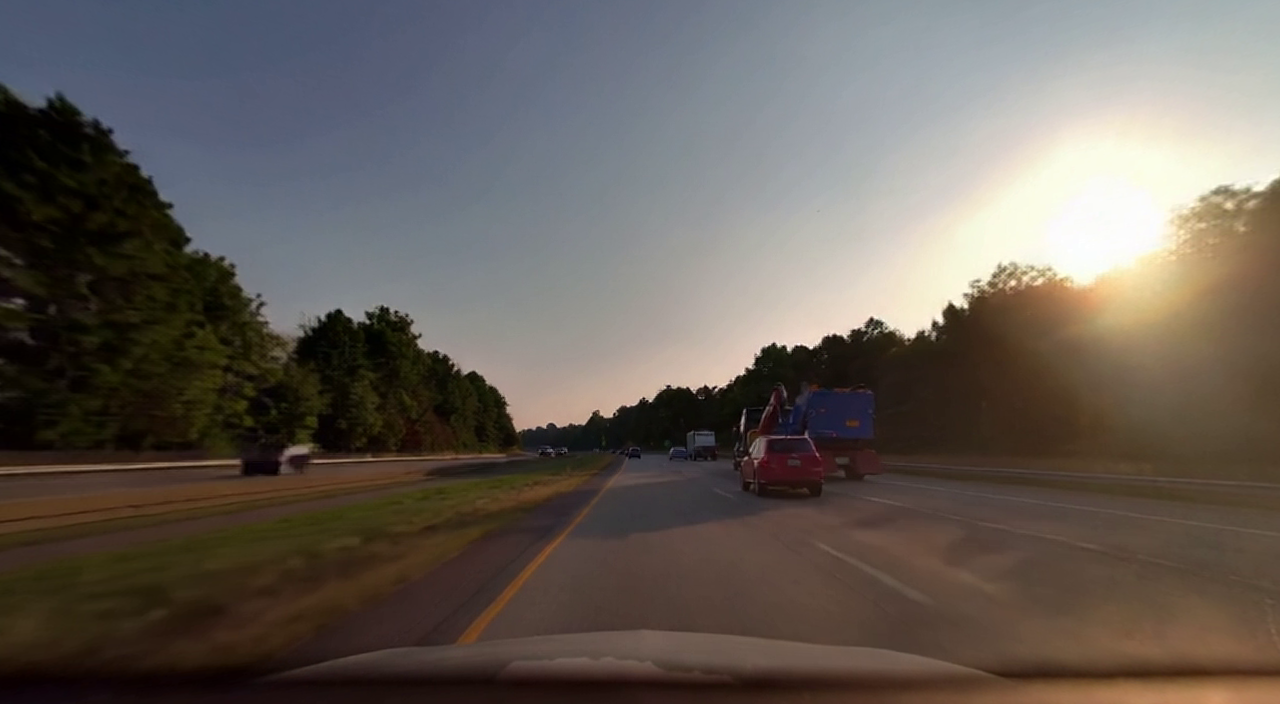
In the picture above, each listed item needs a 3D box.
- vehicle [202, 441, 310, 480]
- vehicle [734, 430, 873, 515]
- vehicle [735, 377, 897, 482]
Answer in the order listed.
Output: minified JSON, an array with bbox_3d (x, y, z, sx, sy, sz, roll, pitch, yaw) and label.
[{"bbox_3d":[-15.768,4.465,26.166,1.900,1.483,4.077,0,-9,0],"label":"vehicle"},{"bbox_3d":[3.534,2.707,14.558,2.022,1.658,4.132,0,-9,-1],"label":"vehicle"},{"bbox_3d":[8.022,4.255,32.652,3.441,4.016,16.812,0,-9,0],"label":"vehicle"}]
